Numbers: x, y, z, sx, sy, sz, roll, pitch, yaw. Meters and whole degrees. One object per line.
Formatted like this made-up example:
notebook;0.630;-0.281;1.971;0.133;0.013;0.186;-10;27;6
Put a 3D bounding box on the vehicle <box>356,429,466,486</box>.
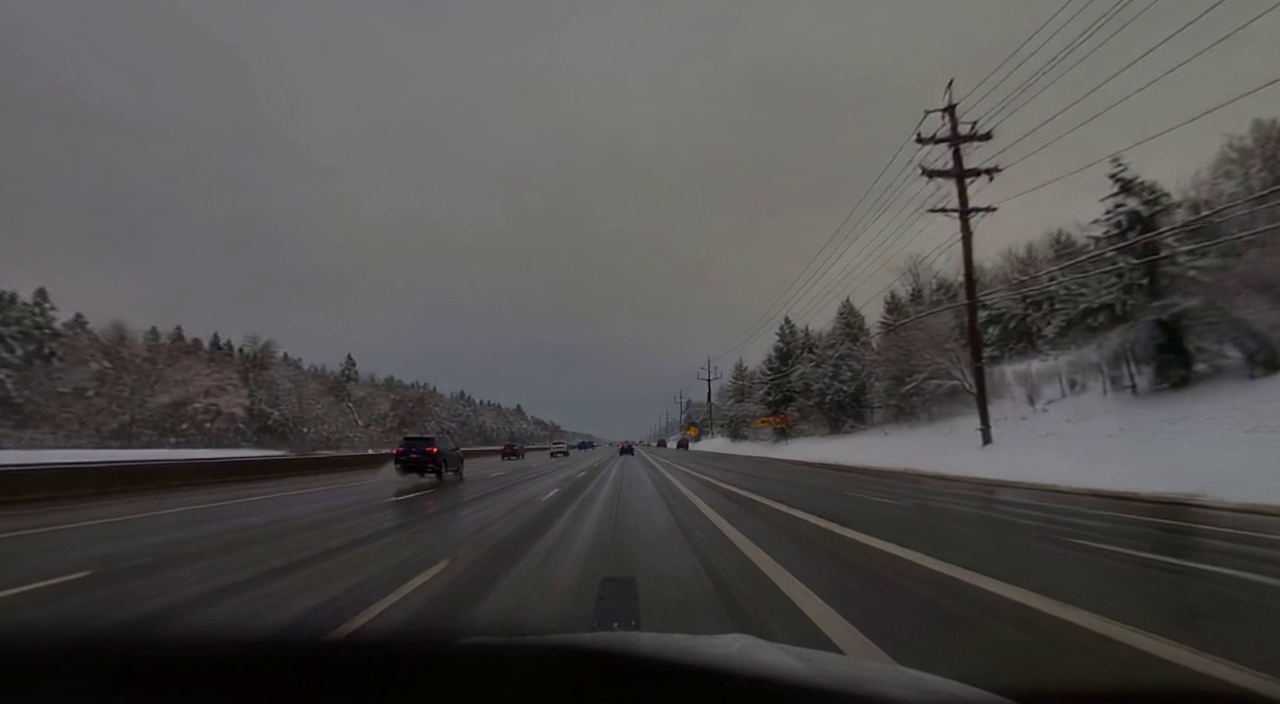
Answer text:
vehicle;-7.999;3.756;22.764;2.115;1.799;5.444;0;-9;-2
